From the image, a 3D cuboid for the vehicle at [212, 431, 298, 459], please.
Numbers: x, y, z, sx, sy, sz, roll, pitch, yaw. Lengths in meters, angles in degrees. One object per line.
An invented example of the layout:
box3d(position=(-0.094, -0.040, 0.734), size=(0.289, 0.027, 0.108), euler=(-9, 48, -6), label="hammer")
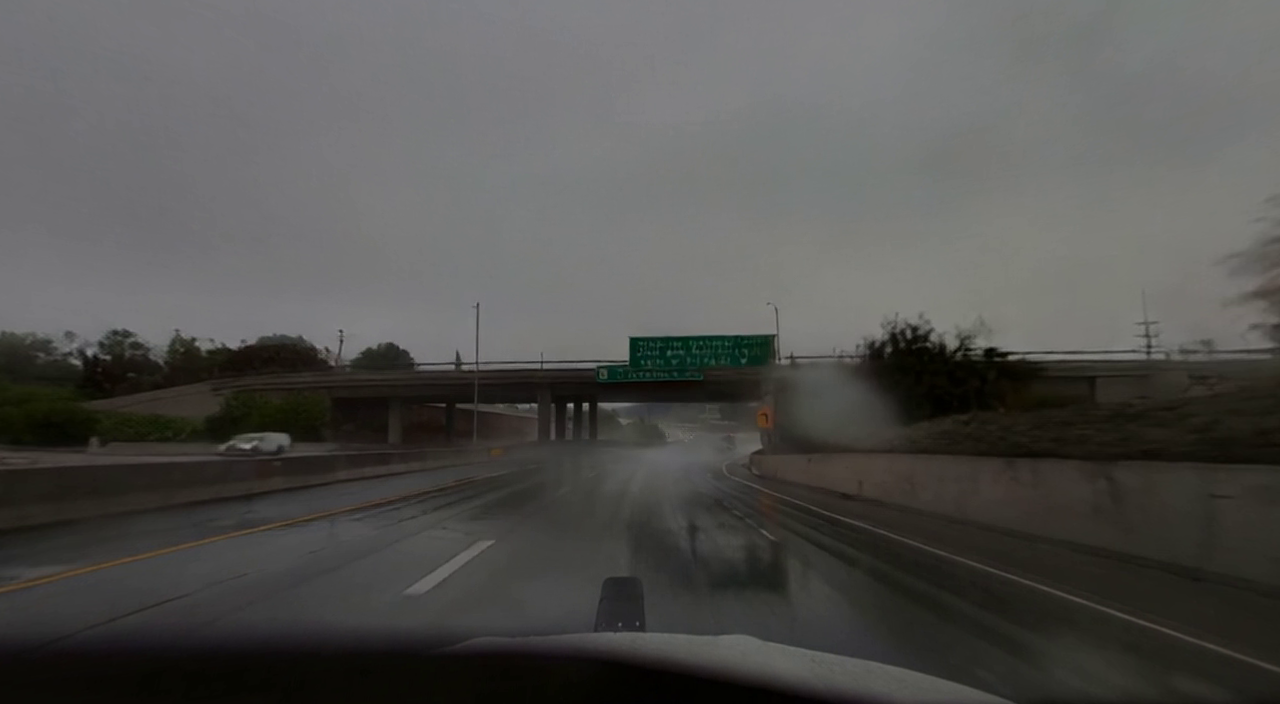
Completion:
box3d(position=(-21.521, 5.240, 35.454), size=(1.845, 1.490, 4.642), euler=(0, -8, 1), label="vehicle")
